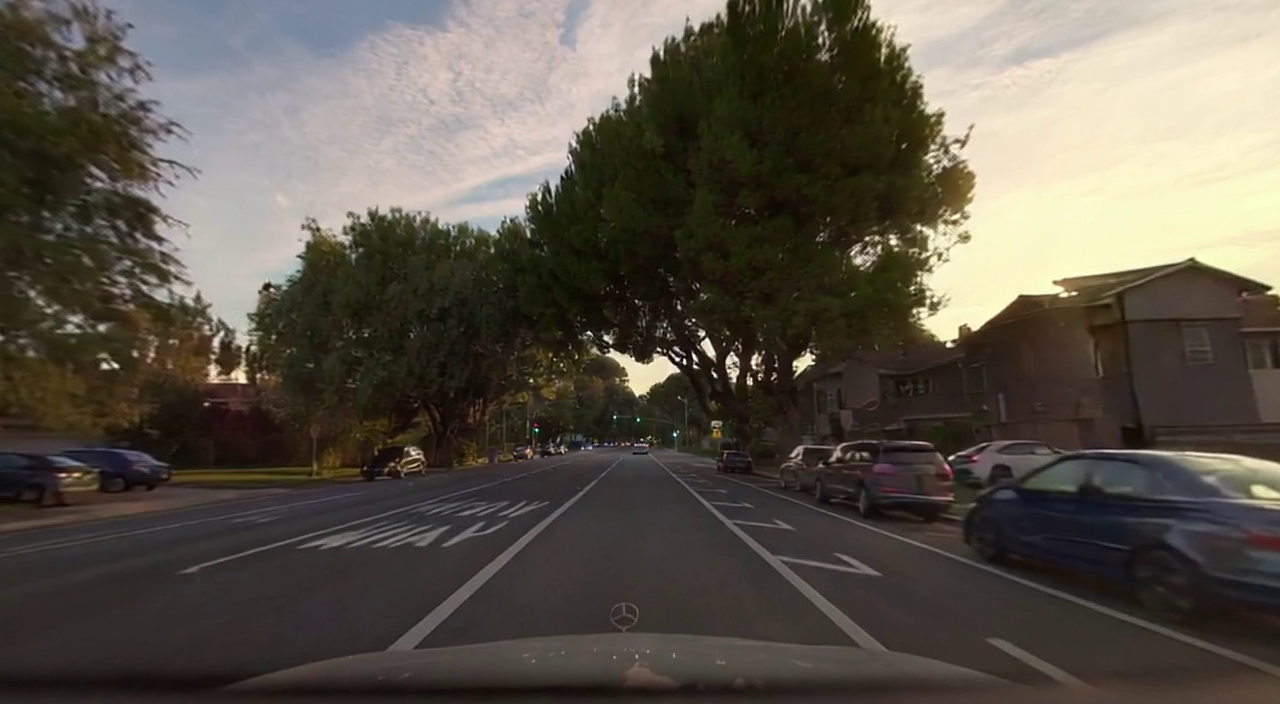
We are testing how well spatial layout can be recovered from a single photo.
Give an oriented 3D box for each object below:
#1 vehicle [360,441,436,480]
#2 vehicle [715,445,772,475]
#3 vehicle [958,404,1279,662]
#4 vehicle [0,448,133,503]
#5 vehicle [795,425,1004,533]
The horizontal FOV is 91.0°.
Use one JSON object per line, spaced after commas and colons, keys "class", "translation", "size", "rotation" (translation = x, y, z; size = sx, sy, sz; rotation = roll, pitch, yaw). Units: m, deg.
{"class": "vehicle", "translation": [-11.928, 5.411, 31.401], "size": [2.061, 1.760, 4.569], "rotation": [-1, -9, -2]}
{"class": "vehicle", "translation": [5.294, 5.584, 32.800], "size": [2.002, 1.461, 4.673], "rotation": [1, -9, -2]}
{"class": "vehicle", "translation": [5.393, 1.516, 6.154], "size": [2.164, 1.729, 4.488], "rotation": [0, -9, -1]}
{"class": "vehicle", "translation": [-17.692, 3.519, 18.137], "size": [4.349, 1.457, 1.997], "rotation": [0, -9, 0]}
{"class": "vehicle", "translation": [5.186, 2.607, 13.590], "size": [2.171, 1.798, 5.040], "rotation": [3, -9, -3]}
